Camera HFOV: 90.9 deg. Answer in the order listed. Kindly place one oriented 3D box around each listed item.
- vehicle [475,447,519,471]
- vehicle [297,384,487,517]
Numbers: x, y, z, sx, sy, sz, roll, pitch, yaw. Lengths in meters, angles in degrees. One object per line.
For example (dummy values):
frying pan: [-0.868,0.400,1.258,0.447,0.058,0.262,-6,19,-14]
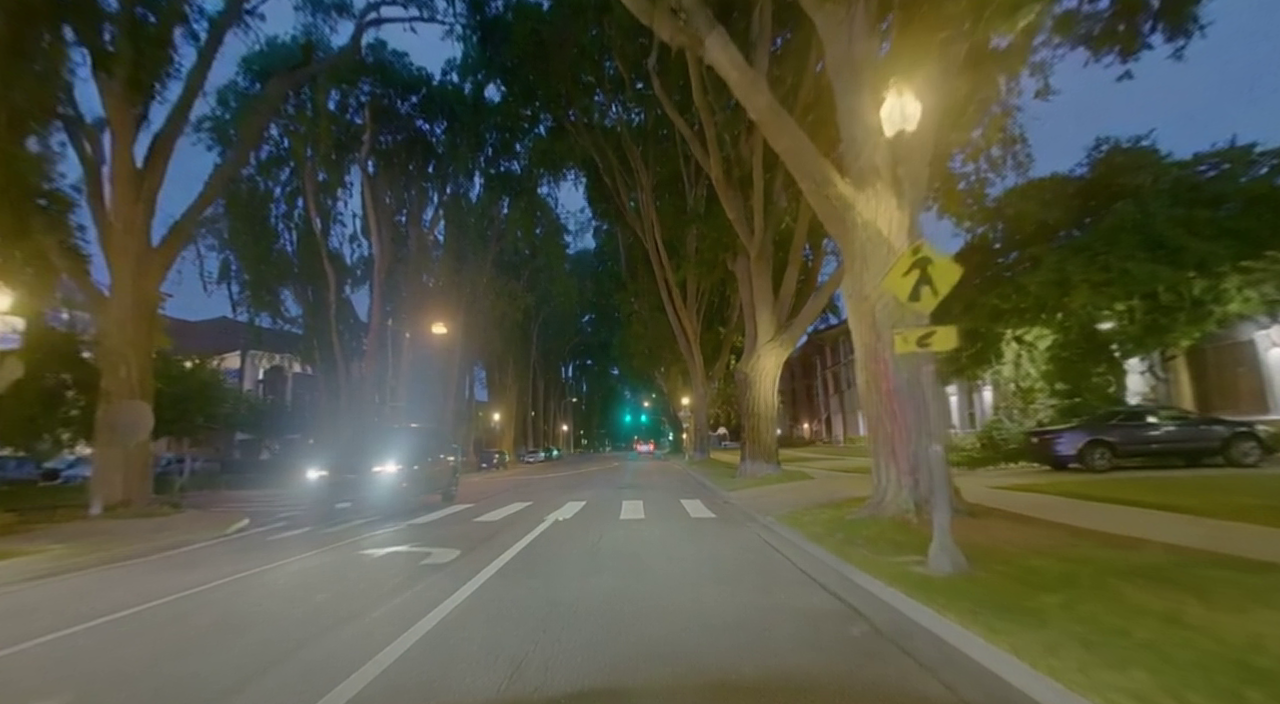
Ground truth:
vehicle: [-9.722,7.306,43.274,1.892,1.484,4.576,1,-9,1]
vehicle: [-5.918,2.485,16.214,2.303,2.760,5.868,0,-8,1]
